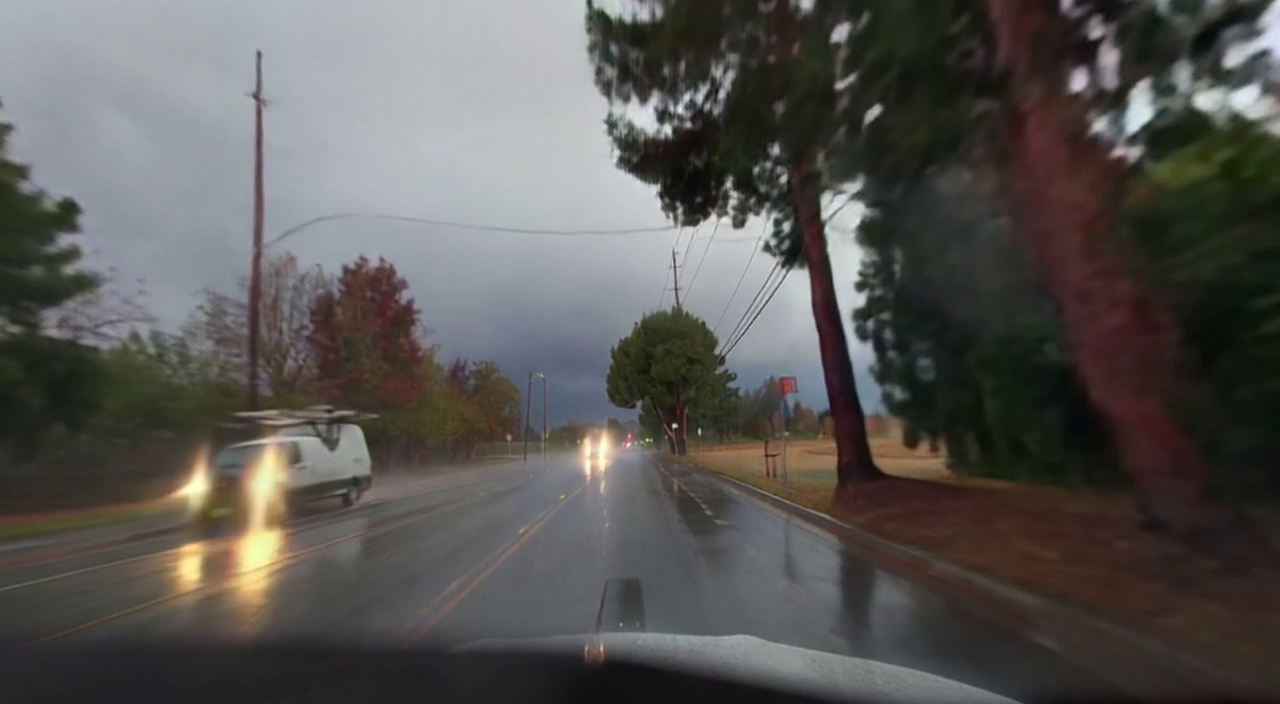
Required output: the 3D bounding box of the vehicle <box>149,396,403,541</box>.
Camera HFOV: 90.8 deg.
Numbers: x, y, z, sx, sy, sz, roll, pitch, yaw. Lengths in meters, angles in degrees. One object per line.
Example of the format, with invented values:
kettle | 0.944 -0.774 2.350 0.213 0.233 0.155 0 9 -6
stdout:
vehicle | -8.102 2.616 15.152 2.351 2.696 6.106 -1 -8 1
